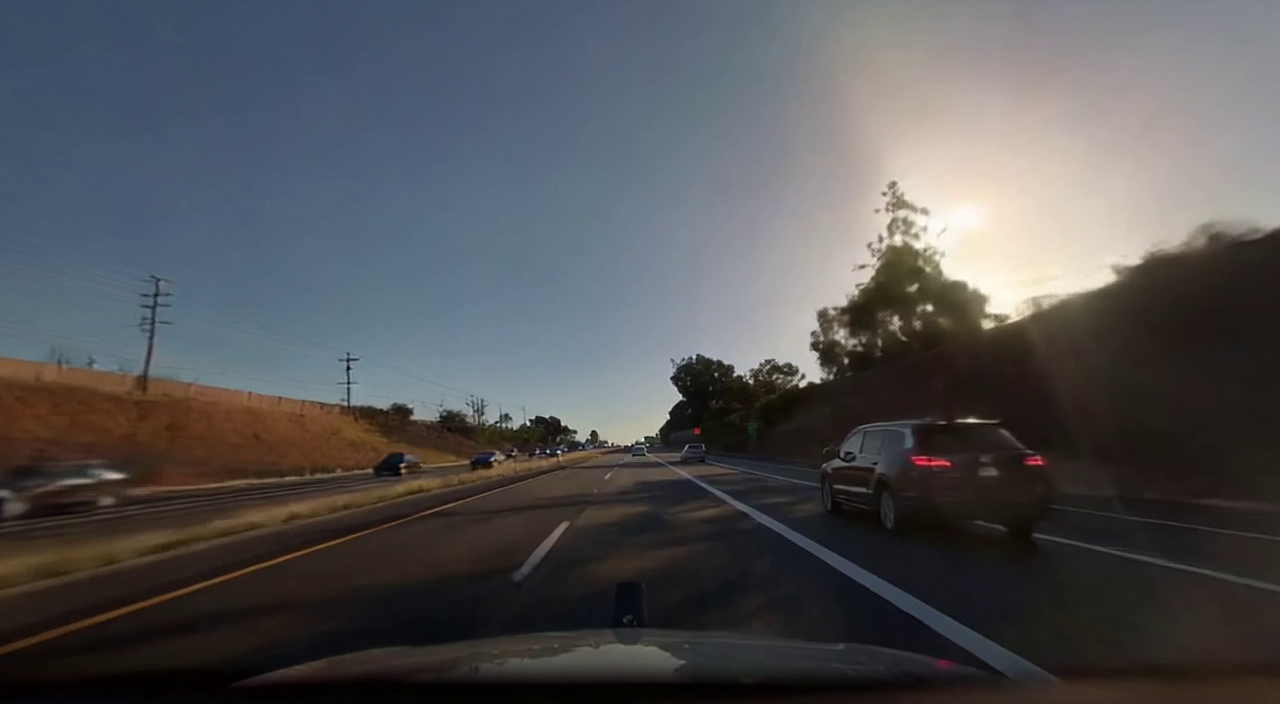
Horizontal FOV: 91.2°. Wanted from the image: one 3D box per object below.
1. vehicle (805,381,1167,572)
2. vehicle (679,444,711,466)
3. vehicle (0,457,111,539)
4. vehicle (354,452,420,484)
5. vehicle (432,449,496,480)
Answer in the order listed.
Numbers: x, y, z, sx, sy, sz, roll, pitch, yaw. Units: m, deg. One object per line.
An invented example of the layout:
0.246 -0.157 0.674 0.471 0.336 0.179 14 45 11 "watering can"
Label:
4.183 1.662 9.013 2.177 1.914 5.245 0 -9 0 "vehicle"
3.937 7.455 45.302 1.917 1.488 3.693 0 -9 -2 "vehicle"
-13.095 2.844 12.255 1.902 1.516 4.079 0 -9 0 "vehicle"
-13.102 6.009 32.743 1.811 1.500 3.805 0 -9 1 "vehicle"
-9.263 5.947 33.414 2.012 1.523 4.777 0 -9 0 "vehicle"
